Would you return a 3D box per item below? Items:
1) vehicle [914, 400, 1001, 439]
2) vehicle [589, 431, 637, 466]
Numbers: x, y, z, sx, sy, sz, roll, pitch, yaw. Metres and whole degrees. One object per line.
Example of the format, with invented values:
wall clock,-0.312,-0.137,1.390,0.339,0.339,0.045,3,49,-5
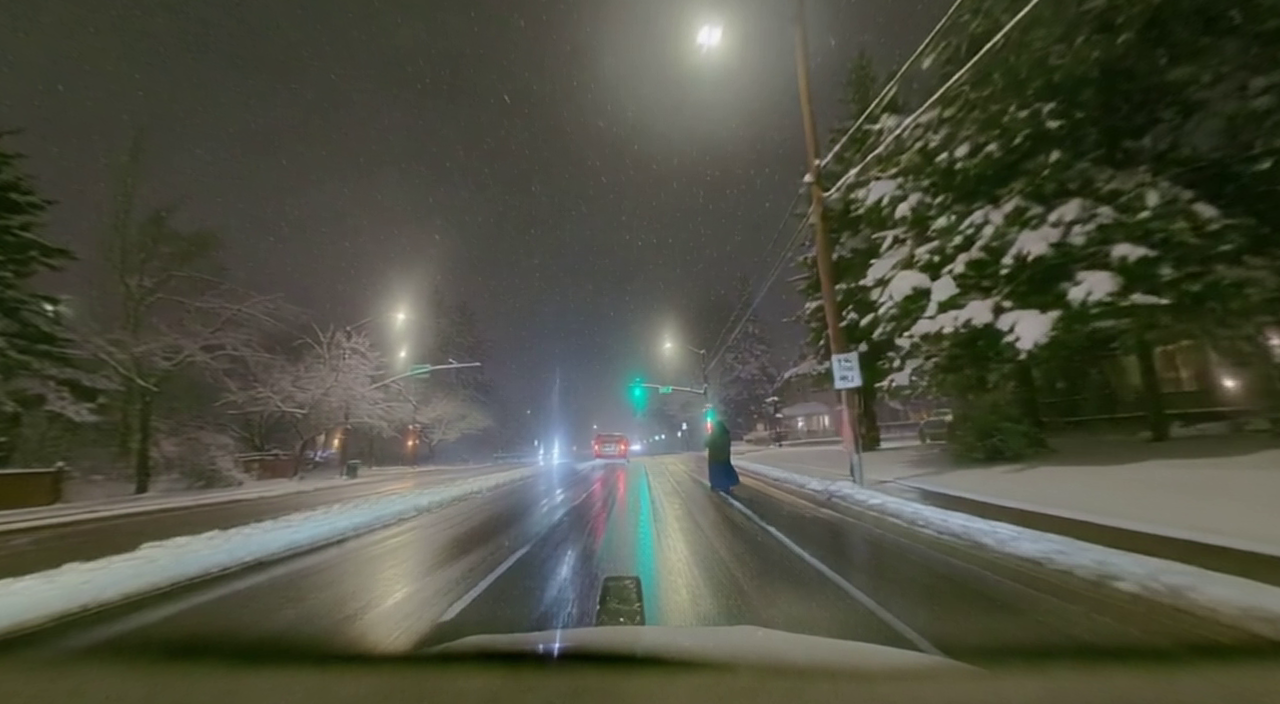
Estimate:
vehicle,15.543,3.405,31.256,1.982,1.705,4.677,-1,-8,3
vehicle,-1.420,5.326,35.089,2.215,1.799,4.426,-1,-8,3
